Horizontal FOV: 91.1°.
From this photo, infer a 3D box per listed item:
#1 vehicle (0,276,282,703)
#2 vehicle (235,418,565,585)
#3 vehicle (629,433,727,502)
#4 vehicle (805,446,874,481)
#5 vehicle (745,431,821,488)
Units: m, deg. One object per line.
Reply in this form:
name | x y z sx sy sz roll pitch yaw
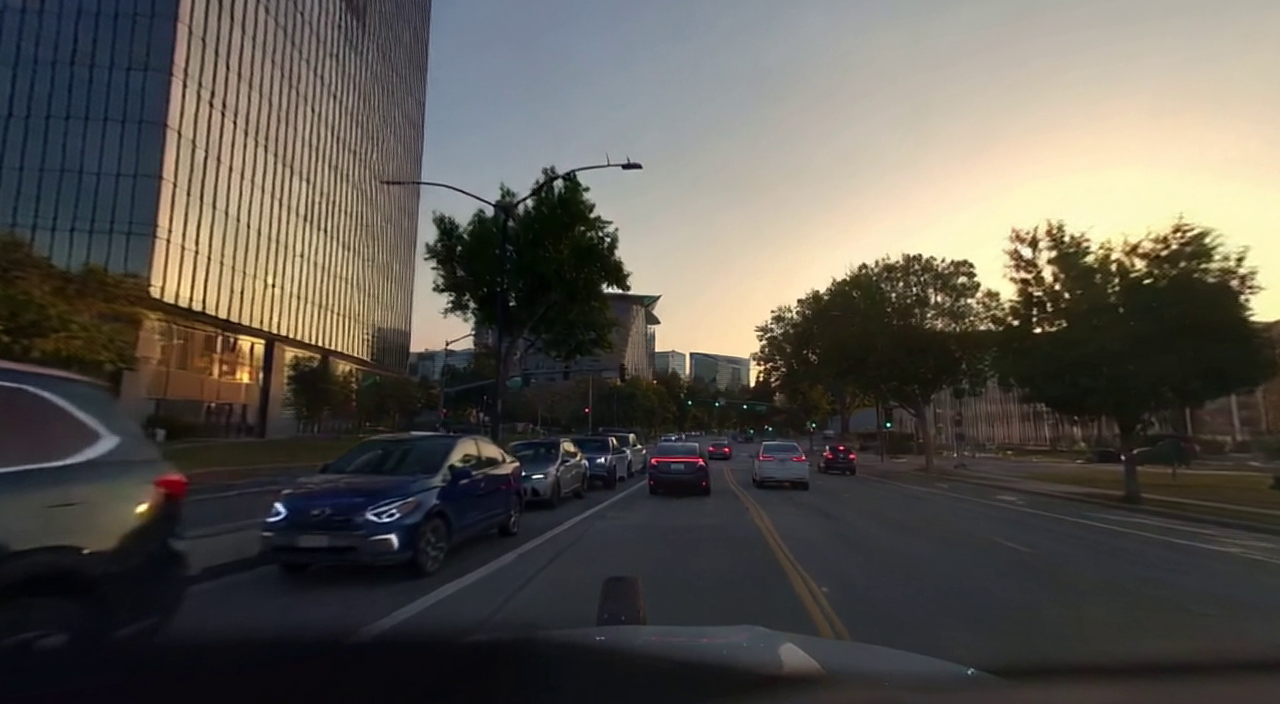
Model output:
vehicle | -3.347 0.535 1.263 2.142 1.834 4.588 -1 -9 7
vehicle | -2.554 1.719 8.159 2.068 1.525 4.452 -1 -9 8
vehicle | 1.105 2.983 16.716 2.205 1.537 4.895 -1 -8 6
vehicle | 9.359 5.250 29.859 2.120 1.497 4.323 0 -8 4
vehicle | 5.005 3.837 22.708 2.102 1.815 4.716 -1 -9 6
